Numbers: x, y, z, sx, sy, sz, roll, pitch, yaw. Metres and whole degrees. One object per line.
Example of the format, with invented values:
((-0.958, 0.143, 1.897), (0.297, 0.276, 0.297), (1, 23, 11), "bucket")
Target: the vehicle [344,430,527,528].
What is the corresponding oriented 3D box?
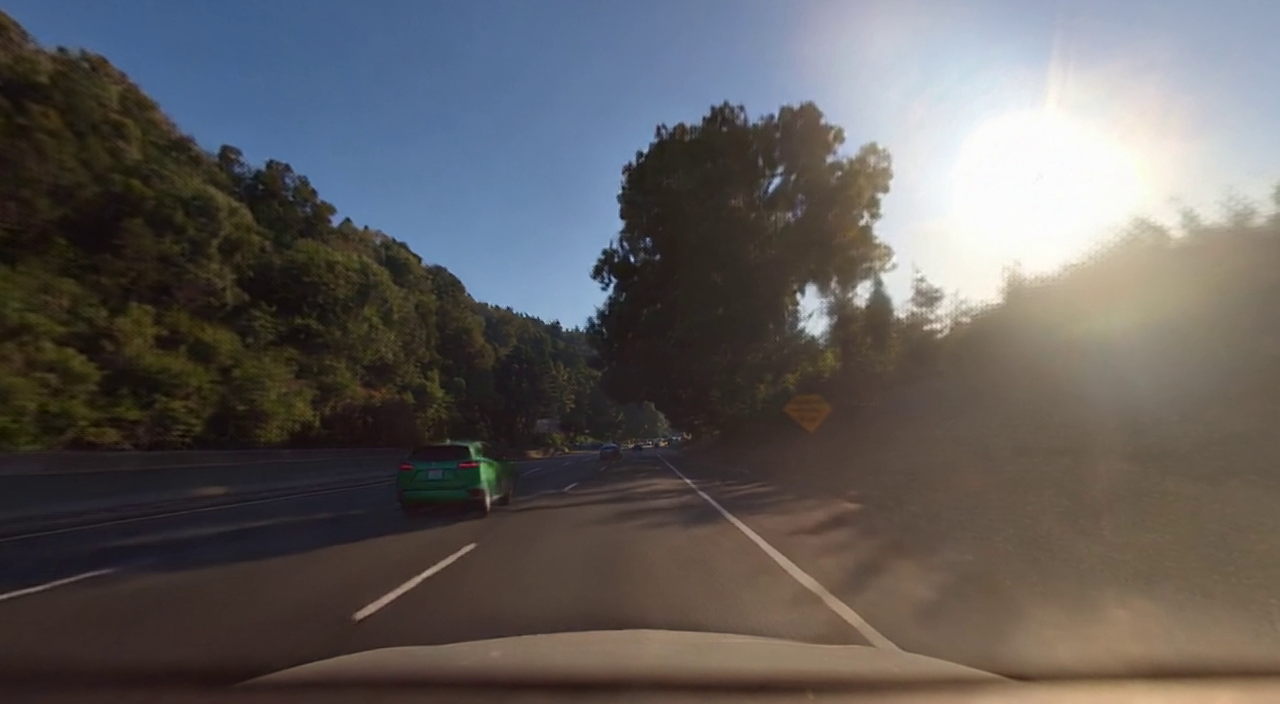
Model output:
((-3.646, 2.324, 12.161), (1.993, 1.538, 4.192), (0, -8, 2), "vehicle")
